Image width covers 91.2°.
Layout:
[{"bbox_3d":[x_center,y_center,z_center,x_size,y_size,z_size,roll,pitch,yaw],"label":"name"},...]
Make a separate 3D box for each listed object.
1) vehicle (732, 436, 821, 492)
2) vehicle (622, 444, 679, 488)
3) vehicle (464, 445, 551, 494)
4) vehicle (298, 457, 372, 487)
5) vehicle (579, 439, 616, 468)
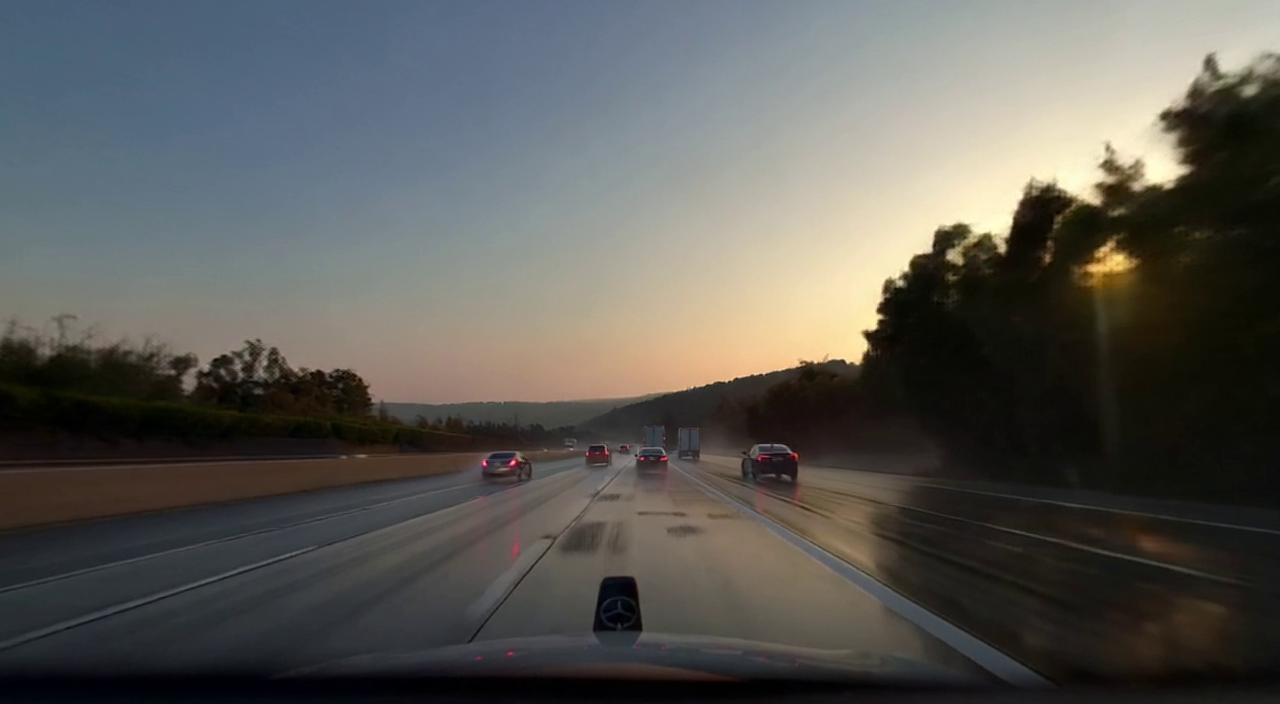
[{"bbox_3d":[4.455,3.721,21.093,2.018,1.639,4.149,0,-9,0],"label":"vehicle"},{"bbox_3d":[0.375,4.392,24.486,2.015,1.526,4.286,0,-9,0],"label":"vehicle"},{"bbox_3d":[-4.346,3.933,21.309,1.967,1.473,4.439,0,-9,1],"label":"vehicle"},{"bbox_3d":[-16.569,6.522,34.325,1.912,1.478,4.106,-1,-9,1],"label":"vehicle"},{"bbox_3d":[-3.023,7.397,45.569,2.230,1.973,4.403,-1,-9,2],"label":"vehicle"}]
